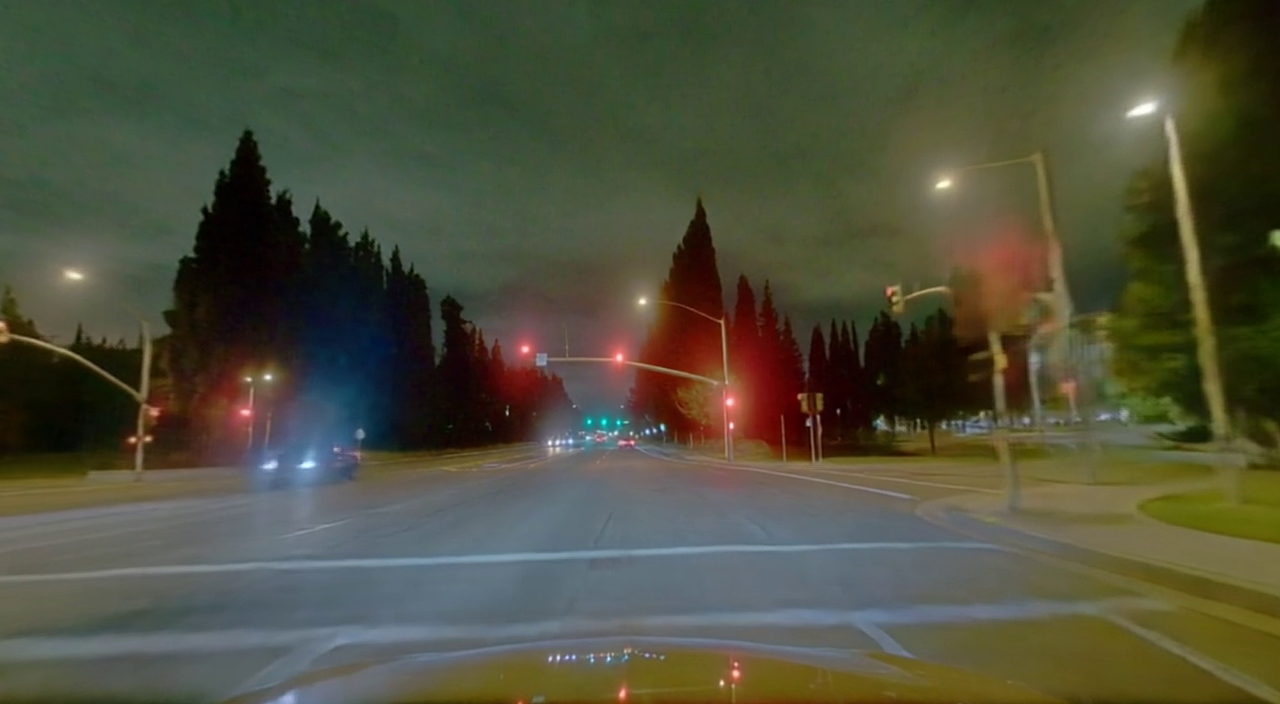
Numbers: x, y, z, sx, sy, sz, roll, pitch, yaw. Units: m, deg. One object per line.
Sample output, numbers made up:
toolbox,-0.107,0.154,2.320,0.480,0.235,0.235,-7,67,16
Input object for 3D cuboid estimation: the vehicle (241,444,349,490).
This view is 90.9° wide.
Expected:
vehicle,-12.955,4.305,24.006,1.877,1.600,3.952,0,-8,0
